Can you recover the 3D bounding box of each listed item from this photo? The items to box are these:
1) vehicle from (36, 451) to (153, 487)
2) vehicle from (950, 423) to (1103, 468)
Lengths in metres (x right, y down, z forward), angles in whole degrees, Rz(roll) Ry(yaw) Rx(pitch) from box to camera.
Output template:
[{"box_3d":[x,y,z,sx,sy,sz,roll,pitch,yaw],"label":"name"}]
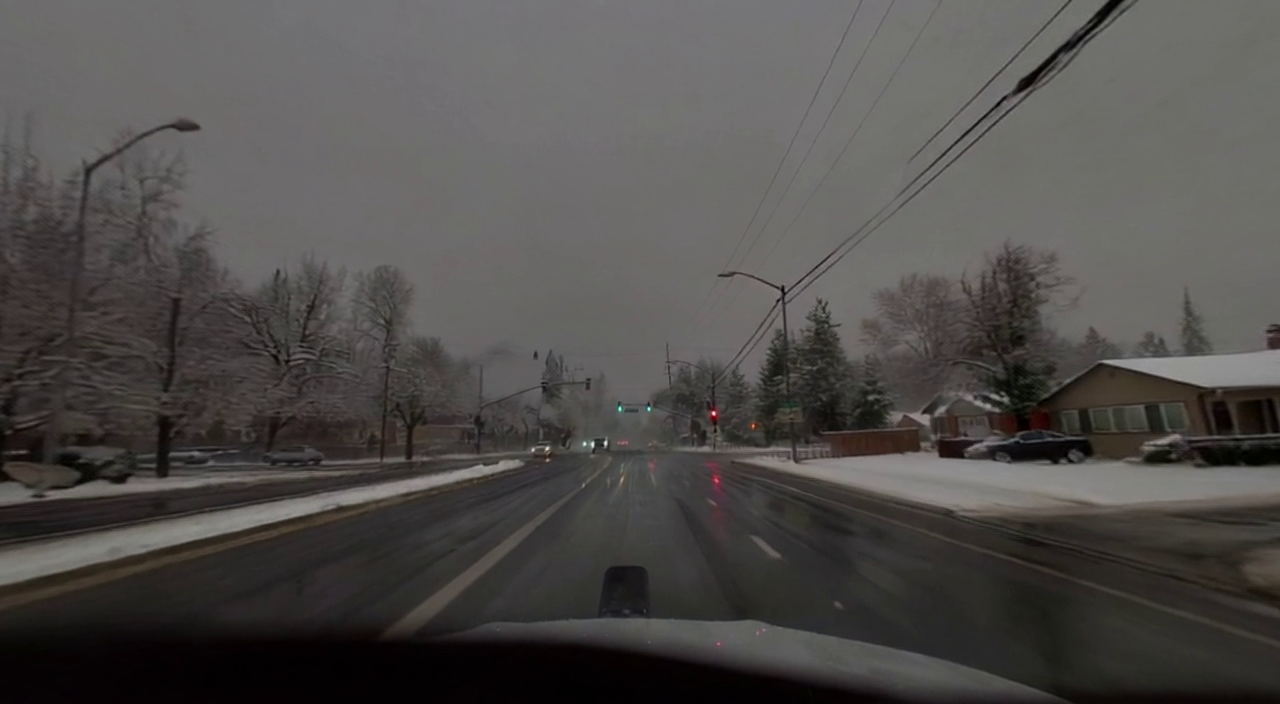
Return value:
[{"box_3d":[-22.816,4.892,26.453,3.309,1.386,1.573,1,-9,-5],"label":"vehicle"},{"box_3d":[15.117,3.693,24.873,4.625,1.467,1.991,-3,-8,2],"label":"vehicle"}]
